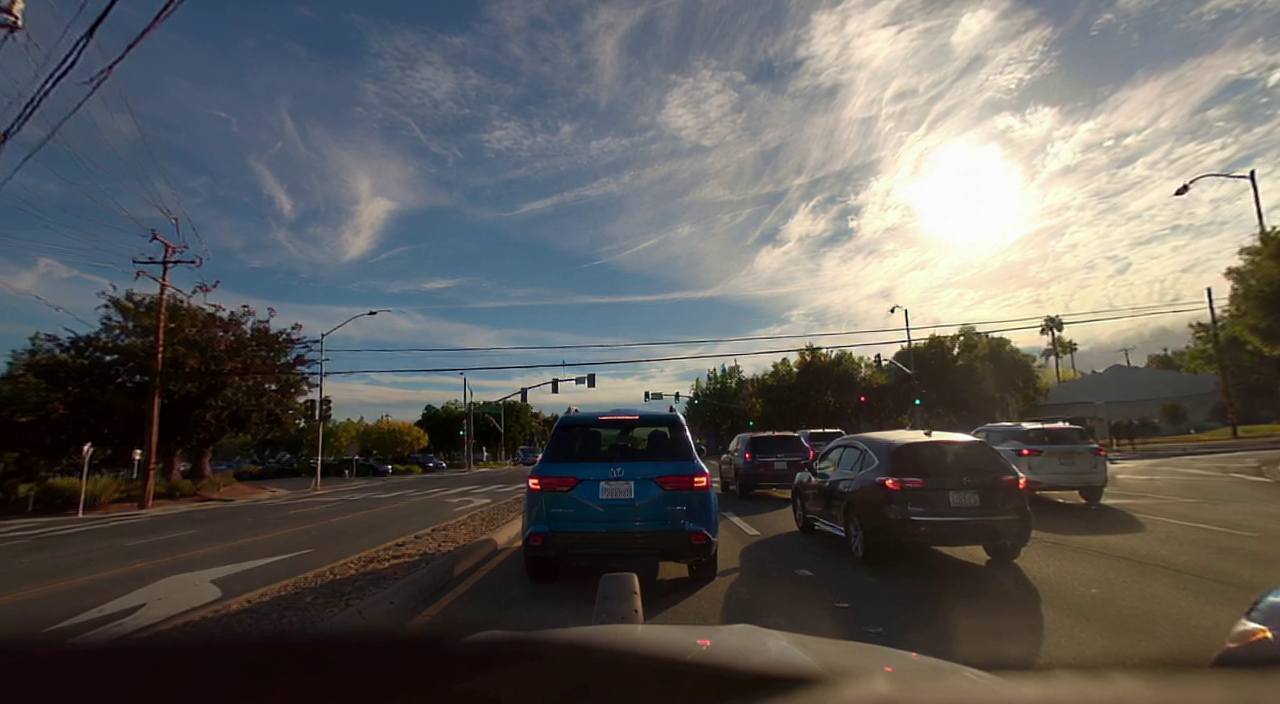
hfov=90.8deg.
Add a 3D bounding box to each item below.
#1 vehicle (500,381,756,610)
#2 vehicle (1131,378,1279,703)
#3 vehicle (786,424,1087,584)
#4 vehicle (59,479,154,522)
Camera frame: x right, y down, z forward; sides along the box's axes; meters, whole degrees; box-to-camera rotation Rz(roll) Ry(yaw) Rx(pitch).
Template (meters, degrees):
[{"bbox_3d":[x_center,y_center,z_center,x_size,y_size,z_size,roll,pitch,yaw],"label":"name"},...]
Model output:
[{"bbox_3d":[-0.144,1.570,7.757,2.231,1.998,4.254,0,-9,-1],"label":"vehicle"},{"bbox_3d":[3.276,0.625,0.755,1.889,1.517,4.308,0,-9,0],"label":"vehicle"},{"bbox_3d":[3.494,1.851,8.589,1.880,1.579,4.401,0,-9,-1],"label":"vehicle"},{"bbox_3d":[-26.338,7.335,31.158,4.526,1.715,1.989,-11,-13,29],"label":"vehicle"}]
